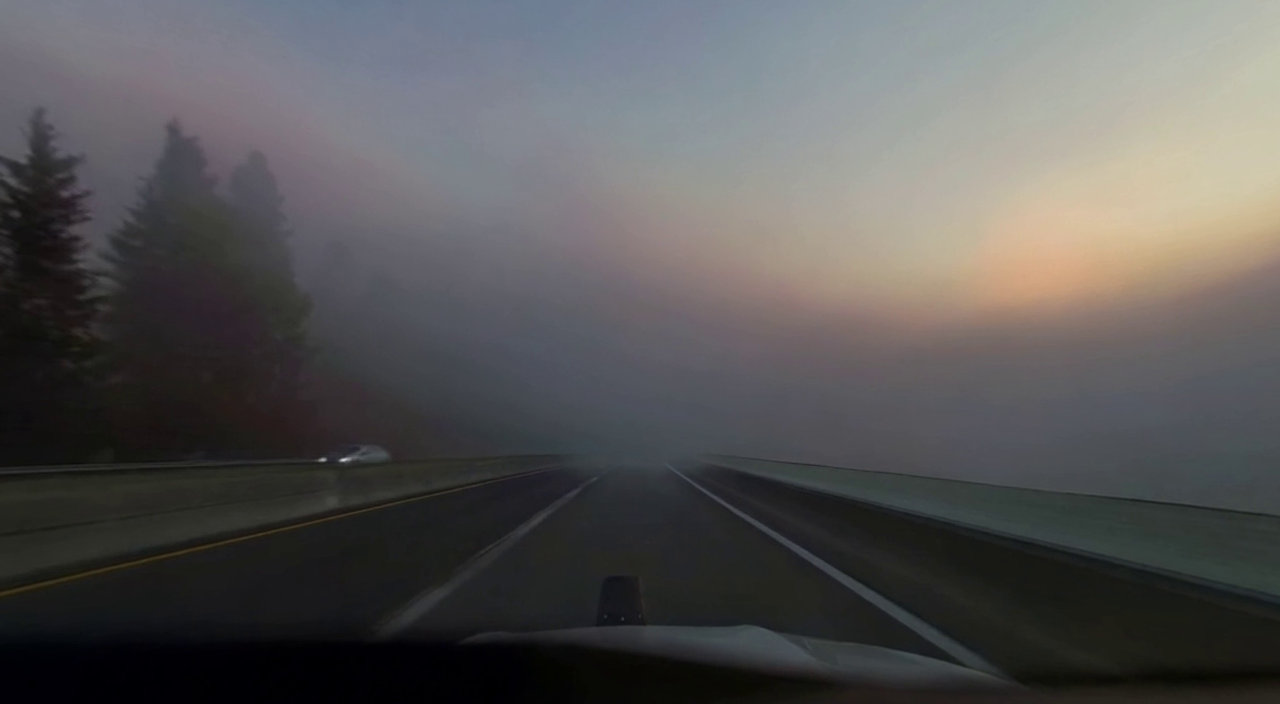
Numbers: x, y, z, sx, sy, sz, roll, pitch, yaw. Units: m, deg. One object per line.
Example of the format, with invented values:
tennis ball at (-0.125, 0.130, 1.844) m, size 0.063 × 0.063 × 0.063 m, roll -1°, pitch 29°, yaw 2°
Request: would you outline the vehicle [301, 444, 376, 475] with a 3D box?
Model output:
vehicle at (-15.962, 5.714, 33.642) m, size 1.810 × 1.496 × 4.271 m, roll 0°, pitch -9°, yaw 1°
